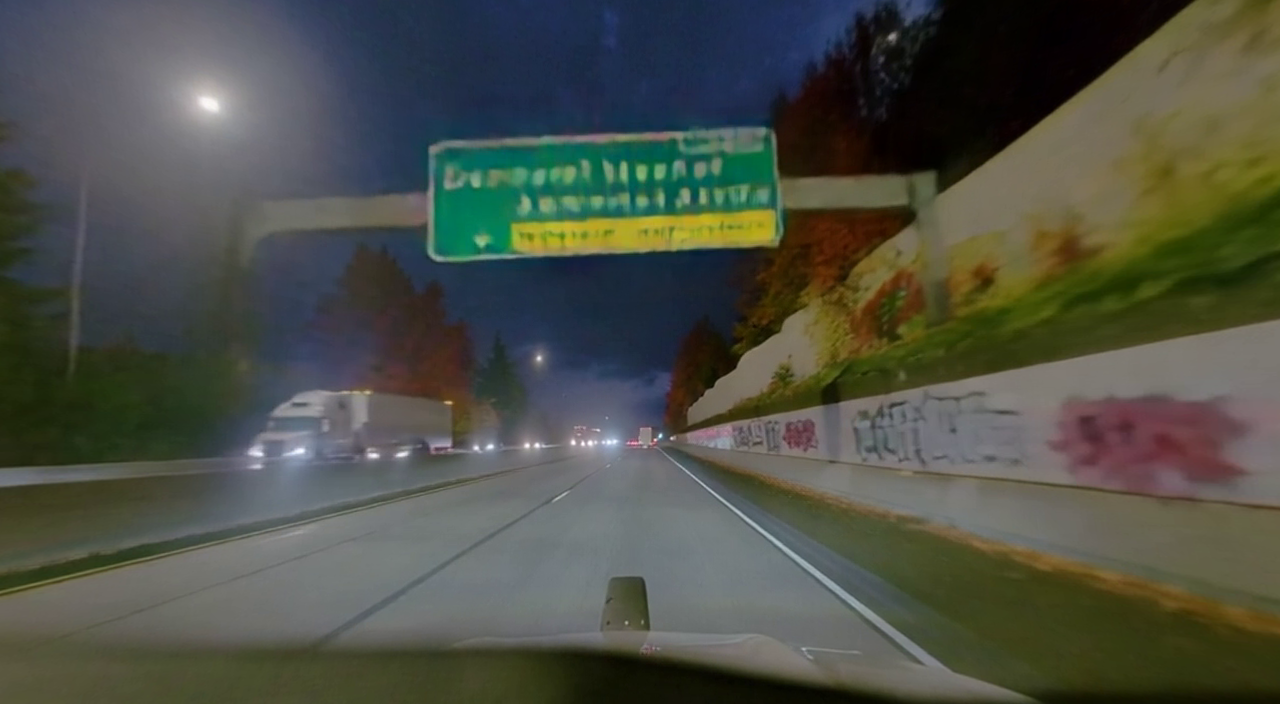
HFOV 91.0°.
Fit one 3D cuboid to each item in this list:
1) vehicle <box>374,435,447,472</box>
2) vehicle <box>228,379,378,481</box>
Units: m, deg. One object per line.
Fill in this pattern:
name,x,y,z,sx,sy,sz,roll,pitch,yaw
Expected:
vehicle,-10.292,4.578,28.530,1.824,1.535,3.900,0,-8,0
vehicle,-14.614,3.502,28.024,3.053,3.994,6.354,0,-8,0
